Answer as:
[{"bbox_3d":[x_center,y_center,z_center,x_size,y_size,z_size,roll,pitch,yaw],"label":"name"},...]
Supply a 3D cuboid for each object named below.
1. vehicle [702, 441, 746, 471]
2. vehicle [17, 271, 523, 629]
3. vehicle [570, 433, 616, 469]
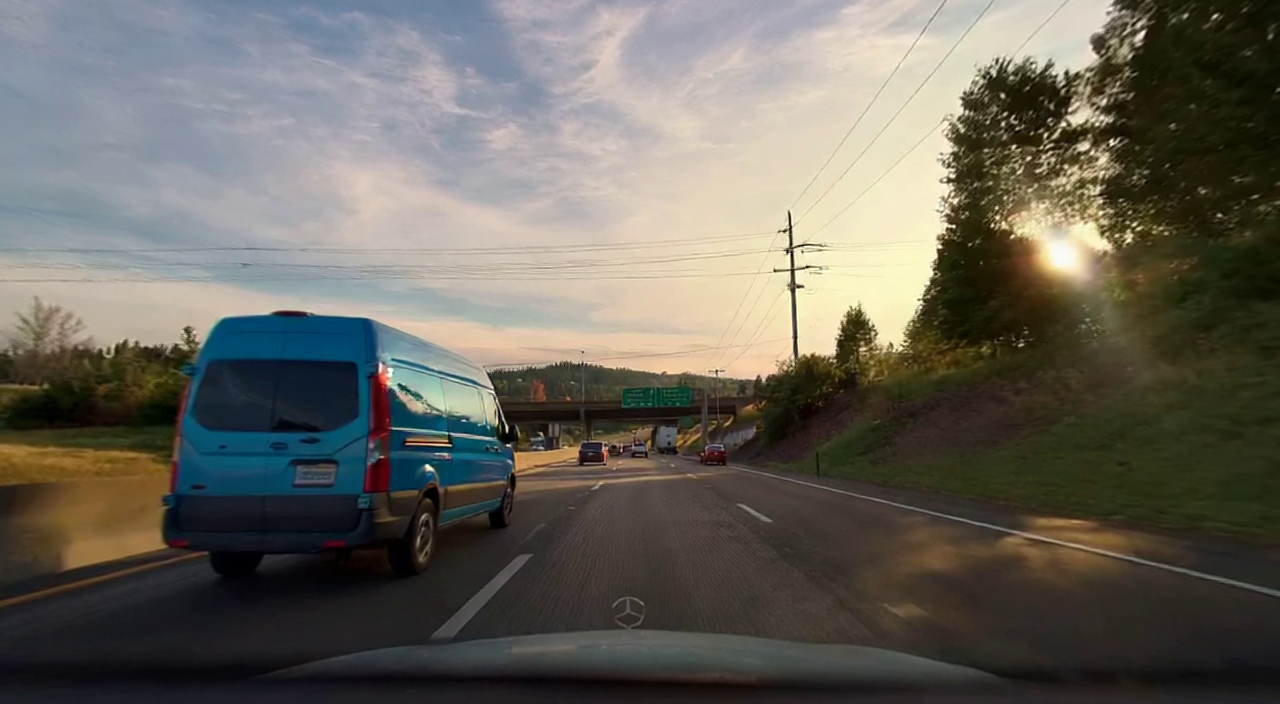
[{"bbox_3d":[4.916,6.149,37.360,1.936,1.664,4.198,0,-9,-1],"label":"vehicle"},{"bbox_3d":[-3.206,1.127,7.585,2.451,2.627,5.868,0,-9,0],"label":"vehicle"},{"bbox_3d":[-2.772,6.090,38.631,2.334,2.051,4.900,0,-9,1],"label":"vehicle"}]
